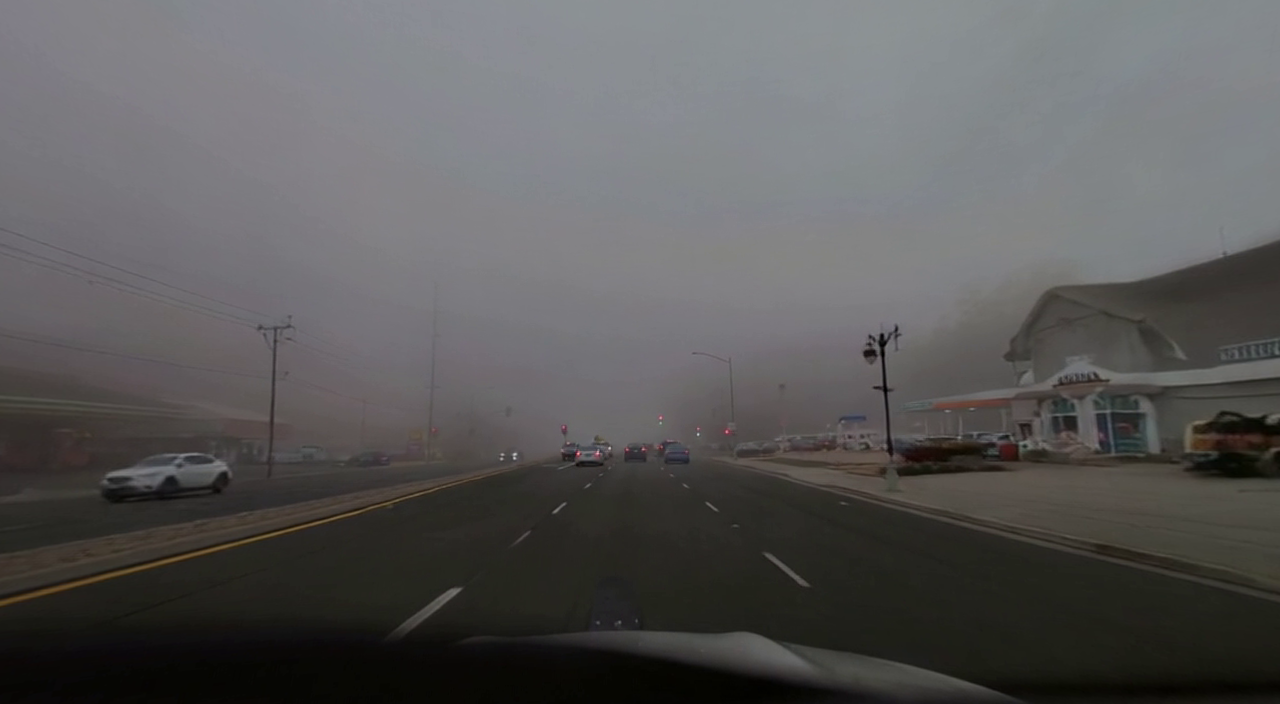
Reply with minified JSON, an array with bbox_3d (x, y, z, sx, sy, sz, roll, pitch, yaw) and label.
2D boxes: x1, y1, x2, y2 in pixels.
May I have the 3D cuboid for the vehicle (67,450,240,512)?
[{"bbox_3d":[-14.661,3.849,19.440,1.939,1.594,4.284,-2,-8,-1],"label":"vehicle"}]

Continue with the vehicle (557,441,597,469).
[{"bbox_3d":[-3.906,6.510,40.143,2.040,1.661,4.573,0,-8,1],"label":"vehicle"}]
